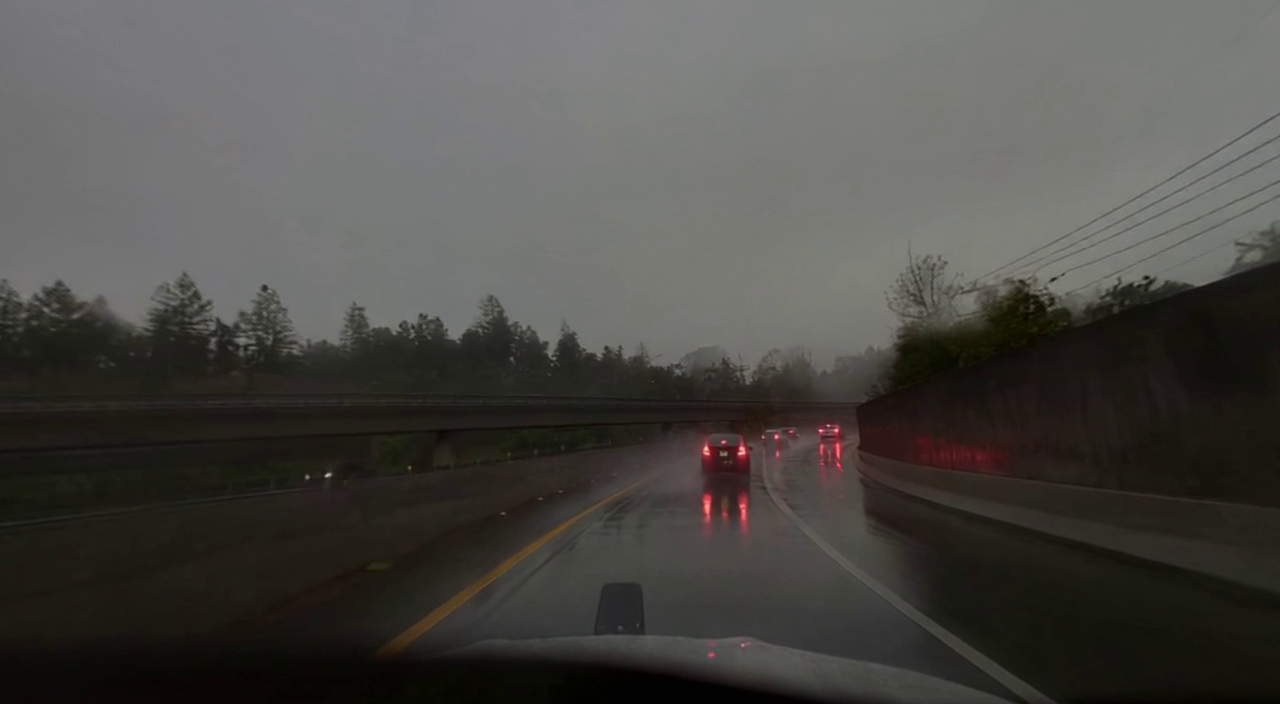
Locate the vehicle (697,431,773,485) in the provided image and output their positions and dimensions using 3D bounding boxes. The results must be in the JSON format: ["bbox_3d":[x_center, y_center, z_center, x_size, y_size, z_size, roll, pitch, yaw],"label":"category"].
[{"bbox_3d":[2.959,3.294,19.790,2.091,1.482,4.321,-1,-8,8],"label":"vehicle"}]
